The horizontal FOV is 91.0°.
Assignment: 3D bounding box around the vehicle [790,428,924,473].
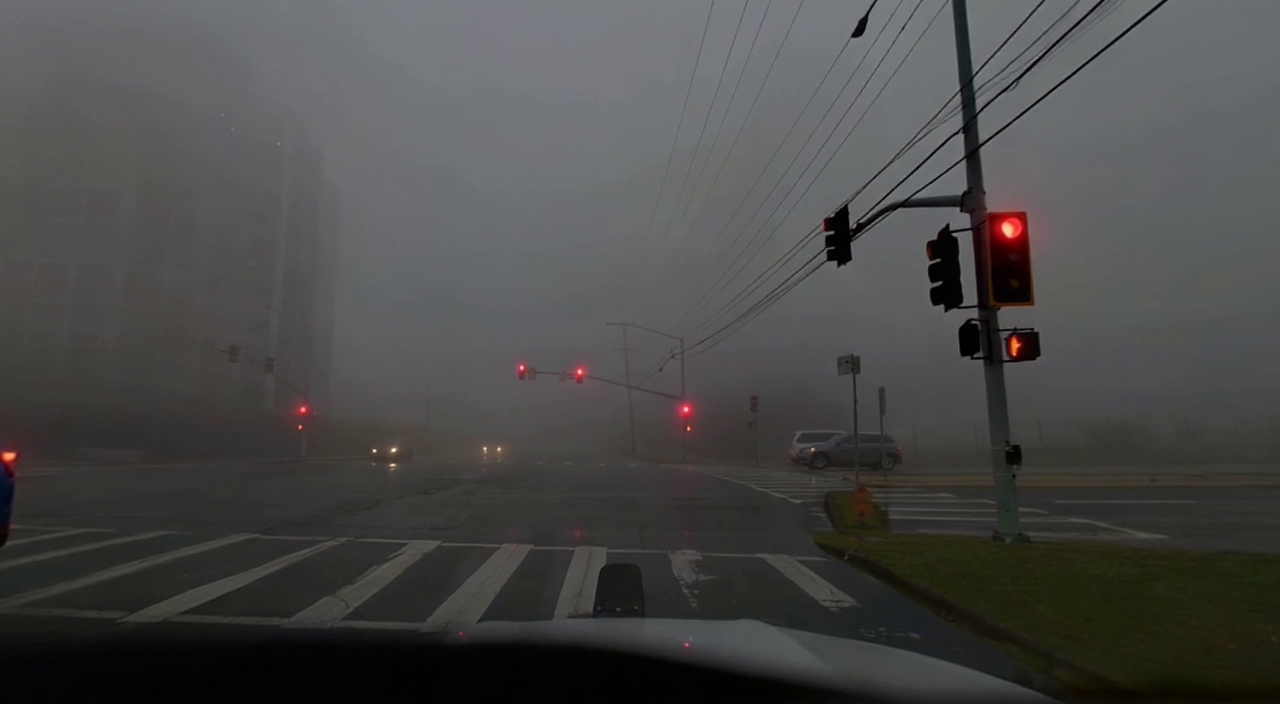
[{"bbox_3d":[8.694,4.019,25.727,4.884,1.714,2.021,-2,-9,12],"label":"vehicle"}]
